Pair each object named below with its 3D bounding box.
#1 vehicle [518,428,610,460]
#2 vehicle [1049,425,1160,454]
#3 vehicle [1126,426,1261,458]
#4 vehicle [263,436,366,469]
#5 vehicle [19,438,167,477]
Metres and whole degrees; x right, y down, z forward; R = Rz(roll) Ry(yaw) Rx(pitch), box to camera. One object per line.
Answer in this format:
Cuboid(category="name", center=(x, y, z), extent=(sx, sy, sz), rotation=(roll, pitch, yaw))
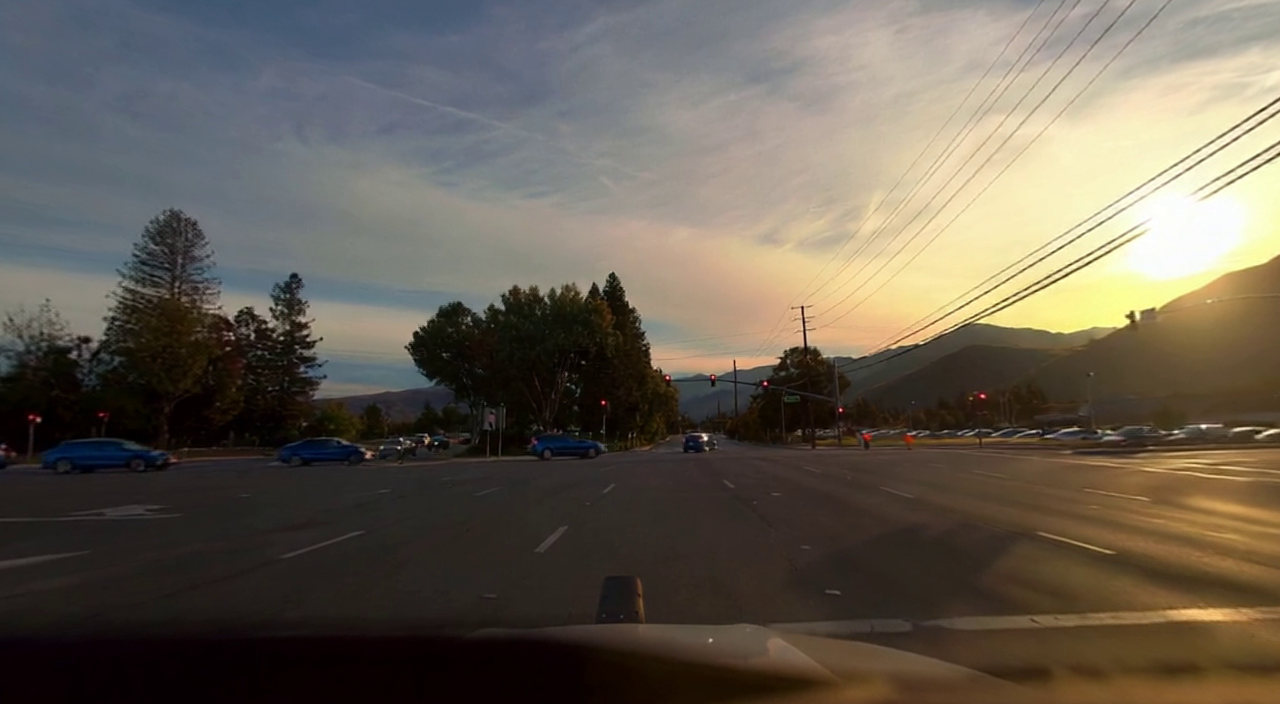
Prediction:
Cuboid(category="vehicle", center=(-4.605, 5.678, 38.780), extent=(5.228, 1.805, 2.246), rotation=(7, -11, -38))
Cuboid(category="vehicle", center=(28.350, 5.380, 38.696), extent=(5.100, 1.680, 2.055), rotation=(0, -9, 1))
Cuboid(category="vehicle", center=(27.303, 4.454, 31.271), extent=(4.778, 1.495, 1.959), rotation=(0, -9, 0))
Cuboid(category="vehicle", center=(-16.361, 5.087, 31.977), extent=(4.218, 1.542, 2.044), rotation=(2, -9, -15))
Cuboid(category="vehicle", center=(-25.722, 4.972, 29.904), extent=(4.812, 1.735, 2.105), rotation=(1, -9, -6))
